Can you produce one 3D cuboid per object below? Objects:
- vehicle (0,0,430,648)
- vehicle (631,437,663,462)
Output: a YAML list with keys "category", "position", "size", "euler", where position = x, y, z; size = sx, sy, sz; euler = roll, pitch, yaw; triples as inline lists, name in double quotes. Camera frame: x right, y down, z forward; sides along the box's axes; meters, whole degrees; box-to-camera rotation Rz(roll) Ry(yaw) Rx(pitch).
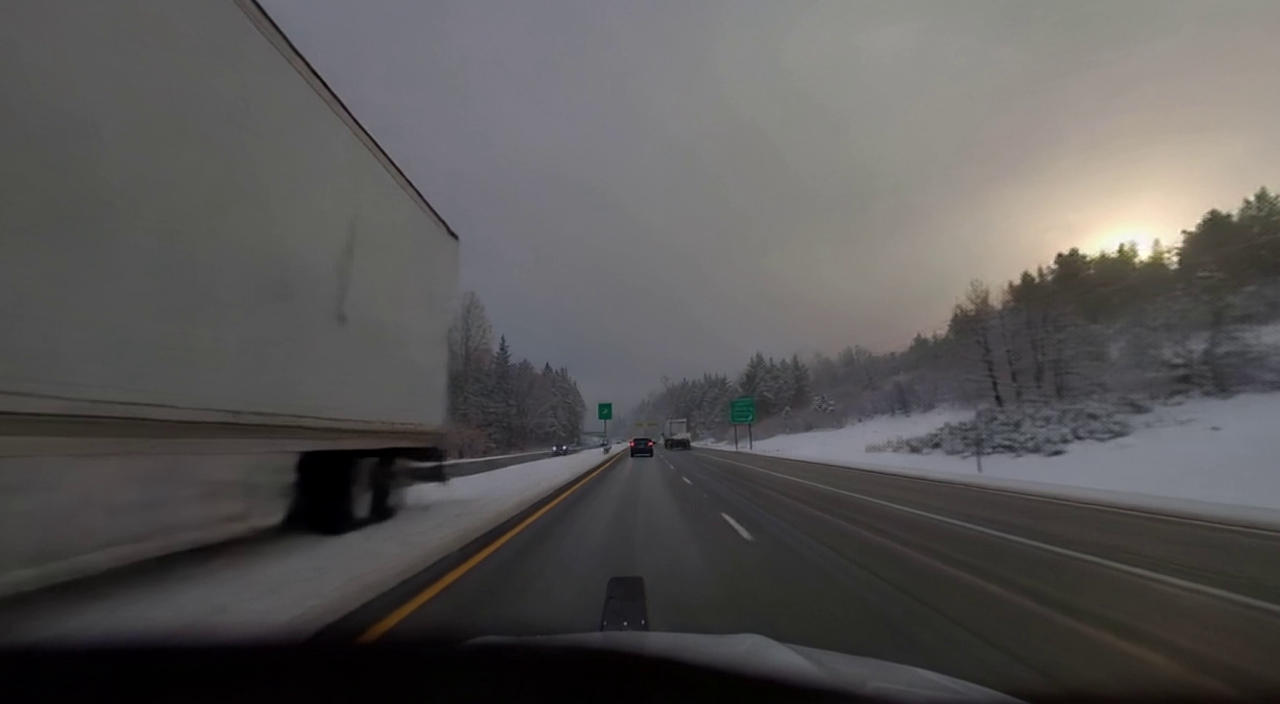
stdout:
- category: "vehicle"
  position: [-4.320, -0.768, 2.310]
  size: [3.120, 3.936, 11.480]
  euler: [0, -8, 0]
- category: "vehicle"
  position: [0.421, 6.037, 39.127]
  size: [1.924, 1.498, 3.817]
  euler: [0, -8, 1]
